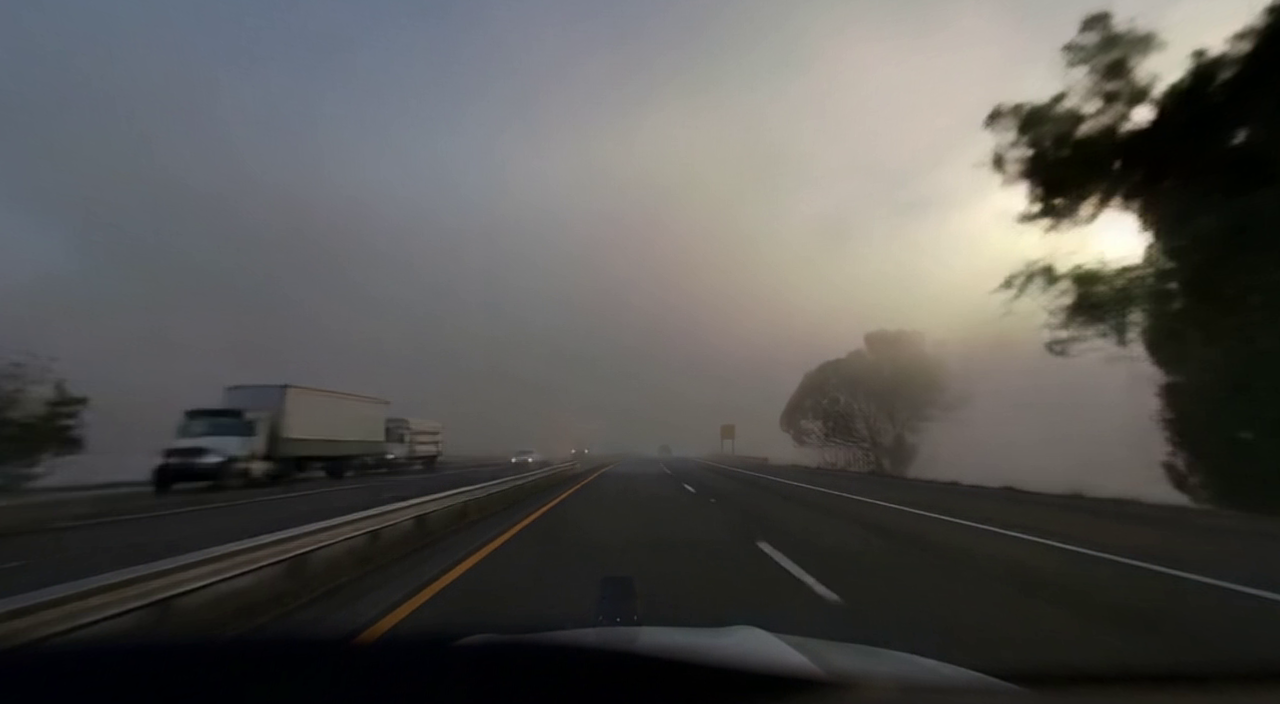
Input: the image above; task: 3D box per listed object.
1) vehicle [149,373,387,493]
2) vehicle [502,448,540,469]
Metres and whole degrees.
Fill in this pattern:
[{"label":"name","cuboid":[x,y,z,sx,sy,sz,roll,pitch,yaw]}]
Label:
[{"label":"vehicle","cuboid":[-13.764,3.324,24.886,3.071,3.733,10.252,0,-9,0]},{"label":"vehicle","cuboid":[-9.254,8.277,48.986,2.026,1.496,4.495,0,-9,1]}]
